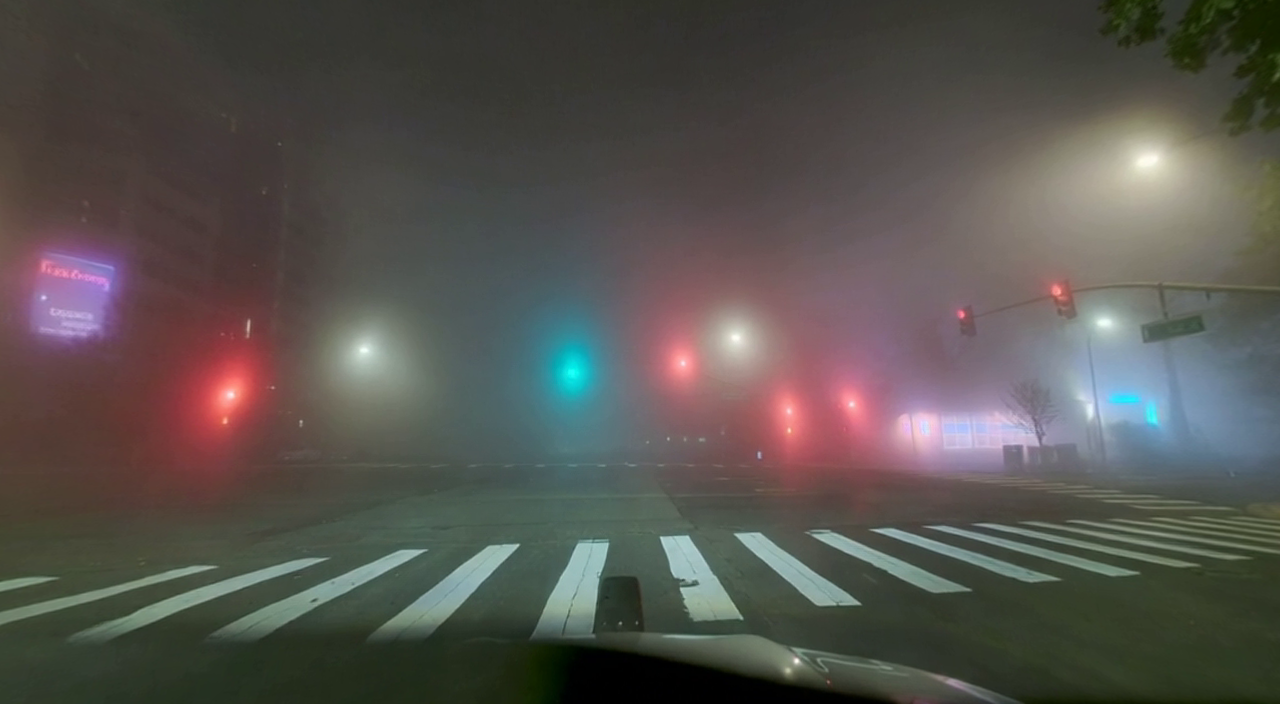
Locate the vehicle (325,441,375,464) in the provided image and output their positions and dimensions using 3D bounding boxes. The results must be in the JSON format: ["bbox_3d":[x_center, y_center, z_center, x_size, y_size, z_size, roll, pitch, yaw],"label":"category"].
[{"bbox_3d":[-22.457,7.787,49.049,2.023,1.706,4.756,1,-9,-6],"label":"vehicle"}]

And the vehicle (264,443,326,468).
[{"bbox_3d":[-21.837,6.559,40.149,2.005,1.496,4.020,1,-9,-6],"label":"vehicle"}]
